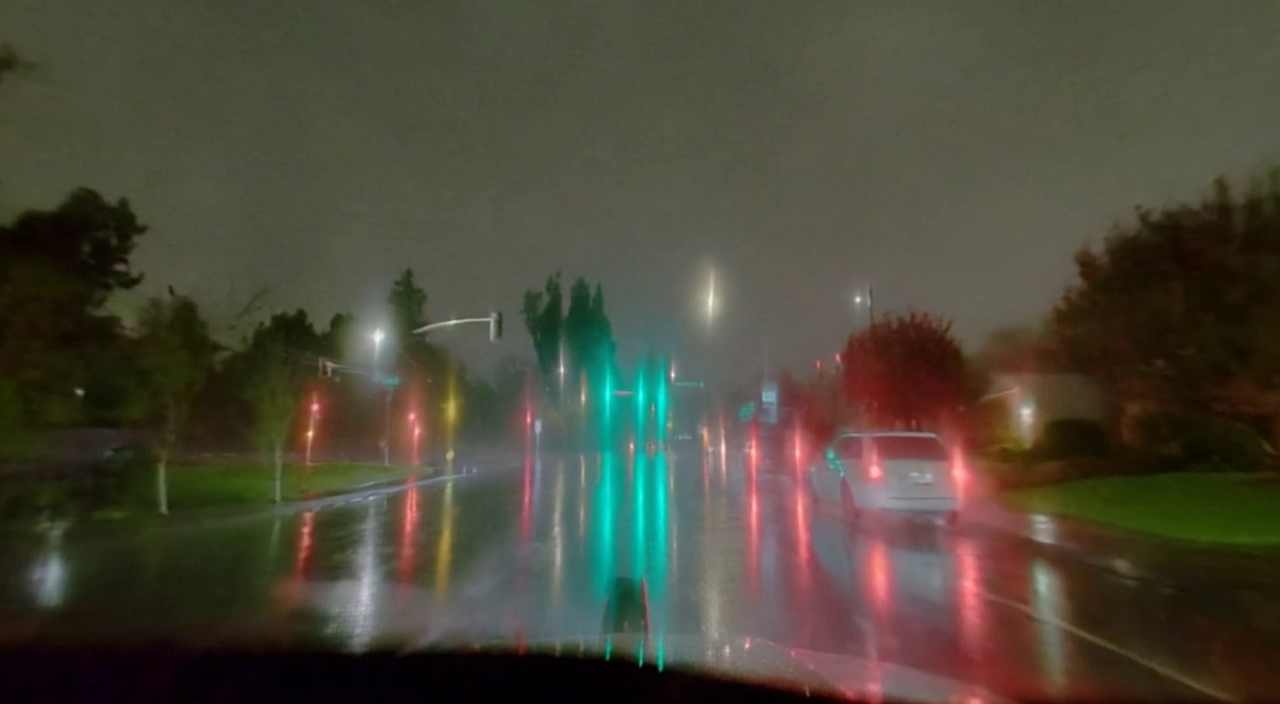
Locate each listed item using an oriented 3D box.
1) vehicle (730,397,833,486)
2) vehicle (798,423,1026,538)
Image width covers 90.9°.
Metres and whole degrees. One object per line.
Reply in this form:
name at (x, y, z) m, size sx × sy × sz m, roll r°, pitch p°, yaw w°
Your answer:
vehicle at (4.851, 3.211, 22.504) m, size 2.398 × 2.806 × 4.857 m, roll 0°, pitch -8°, yaw -1°
vehicle at (4.676, 2.284, 11.896) m, size 2.202 × 1.712 × 4.813 m, roll 0°, pitch -8°, yaw 1°
